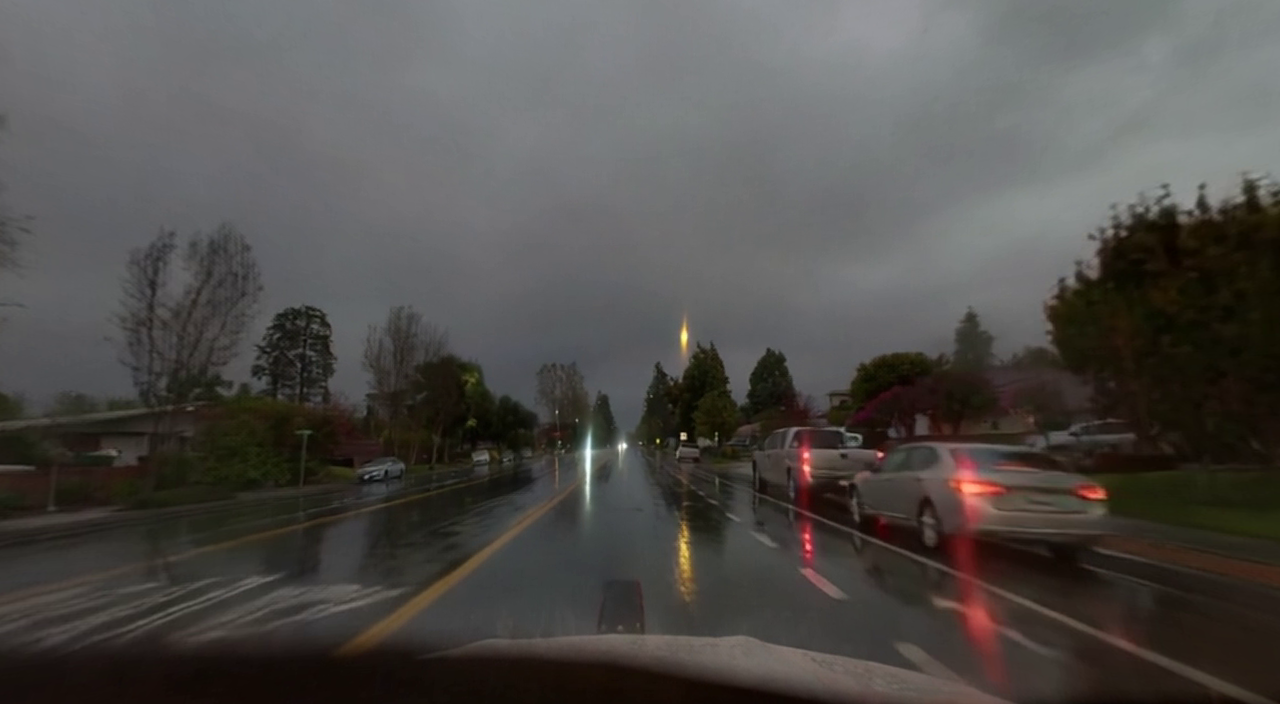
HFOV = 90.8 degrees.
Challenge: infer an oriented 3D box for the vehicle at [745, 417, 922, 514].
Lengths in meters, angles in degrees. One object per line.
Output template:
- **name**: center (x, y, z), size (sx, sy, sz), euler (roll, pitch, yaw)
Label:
- **vehicle**: center (4.237, 2.632, 15.197), size (2.293, 1.858, 5.868), euler (0, -8, -1)

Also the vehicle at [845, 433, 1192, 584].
- **vehicle**: center (4.494, 1.882, 8.525), size (1.919, 1.474, 4.370), euler (0, -8, -1)

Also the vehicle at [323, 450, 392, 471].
- **vehicle**: center (-22.250, 8.553, 49.870), size (4.413, 1.477, 2.100), euler (-1, -9, 0)

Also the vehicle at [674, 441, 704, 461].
- **vehicle**: center (3.734, 7.673, 48.912), size (1.970, 1.455, 4.233), euler (0, -8, -1)
